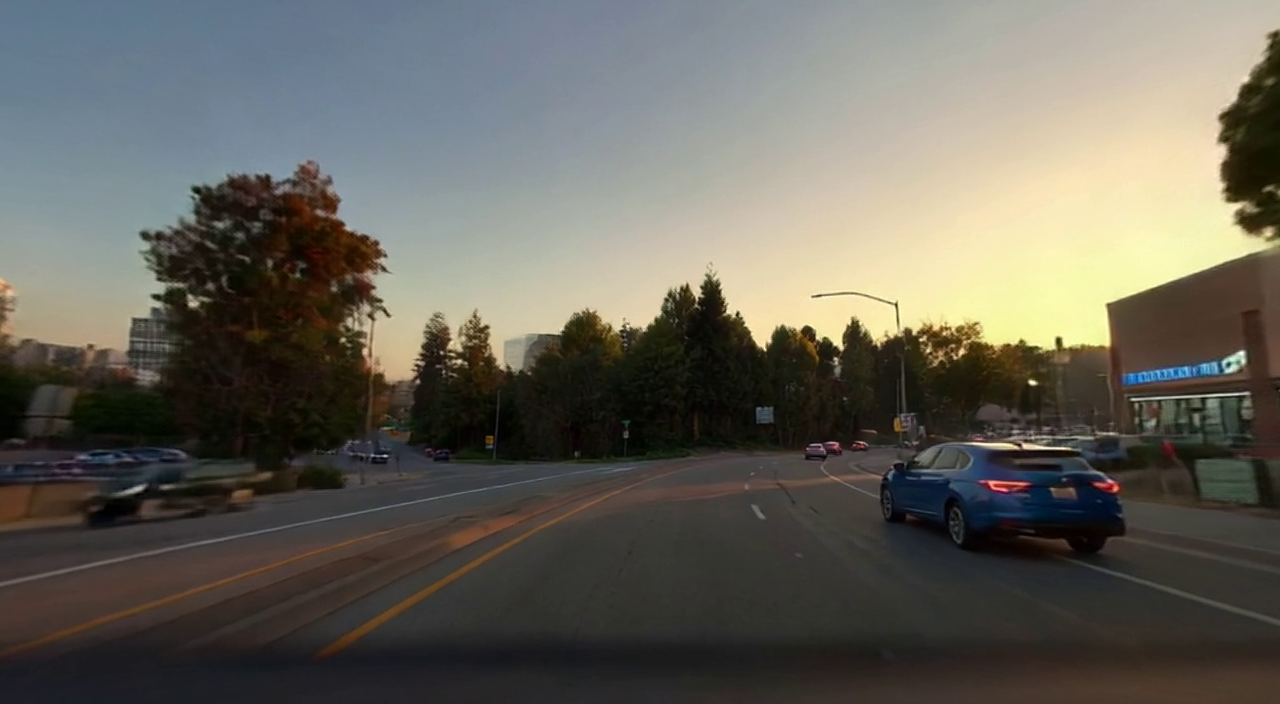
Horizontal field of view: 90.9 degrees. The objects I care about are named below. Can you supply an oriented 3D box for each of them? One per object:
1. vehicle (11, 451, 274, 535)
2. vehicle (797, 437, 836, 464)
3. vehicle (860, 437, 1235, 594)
[{"bbox_3d":[-10.687,2.998,14.109,2.022,1.498,4.400,-1,-8,6],"label":"vehicle"},{"bbox_3d":[12.339,6.828,43.847,2.311,1.715,4.287,-3,-9,18],"label":"vehicle"},{"bbox_3d":[4.632,1.875,8.222,1.938,1.466,4.434,0,-8,0],"label":"vehicle"}]
